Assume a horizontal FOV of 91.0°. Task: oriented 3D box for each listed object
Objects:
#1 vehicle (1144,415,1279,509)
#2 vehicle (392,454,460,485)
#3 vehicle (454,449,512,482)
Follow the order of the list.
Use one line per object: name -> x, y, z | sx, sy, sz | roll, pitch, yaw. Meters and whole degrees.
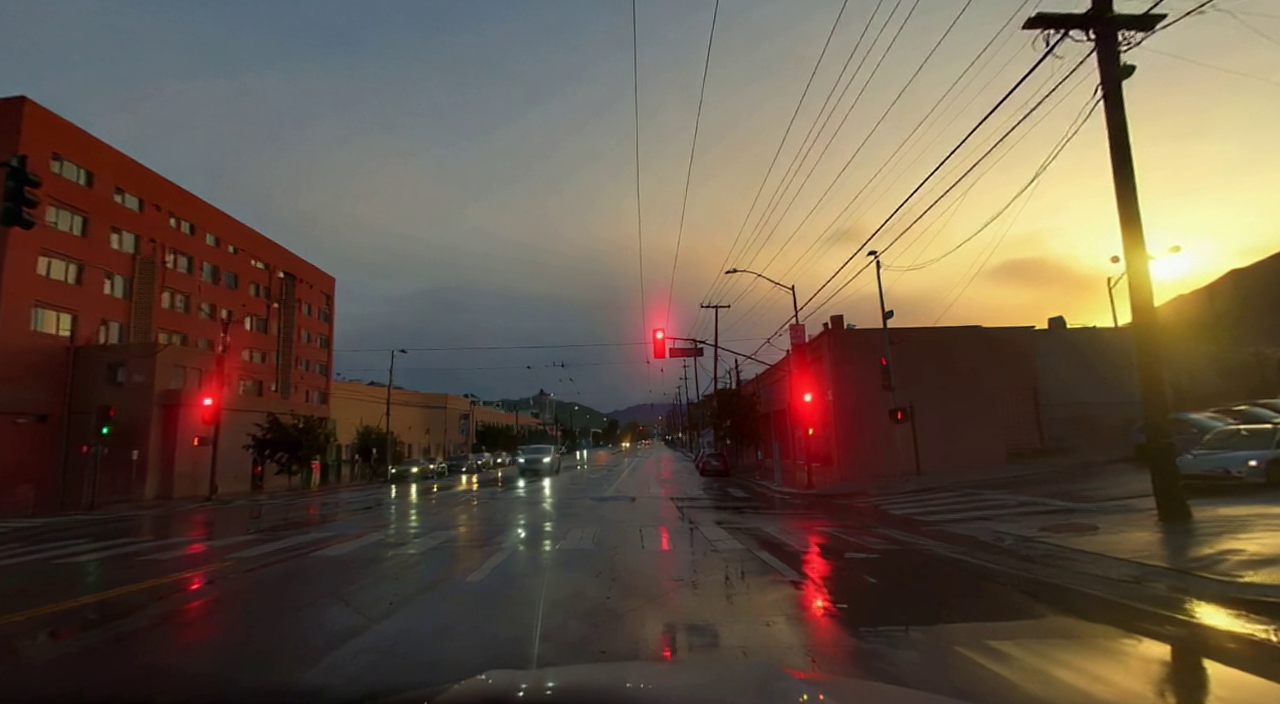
vehicle -> 12.742, 2.203, 12.772 | 3.234, 1.746, 1.941 | -1, -9, 2
vehicle -> -12.014, 6.604, 35.731 | 1.943, 1.574, 4.727 | 0, -9, 3
vehicle -> -8.678, 6.292, 35.159 | 2.020, 1.672, 3.842 | 0, -9, 3
